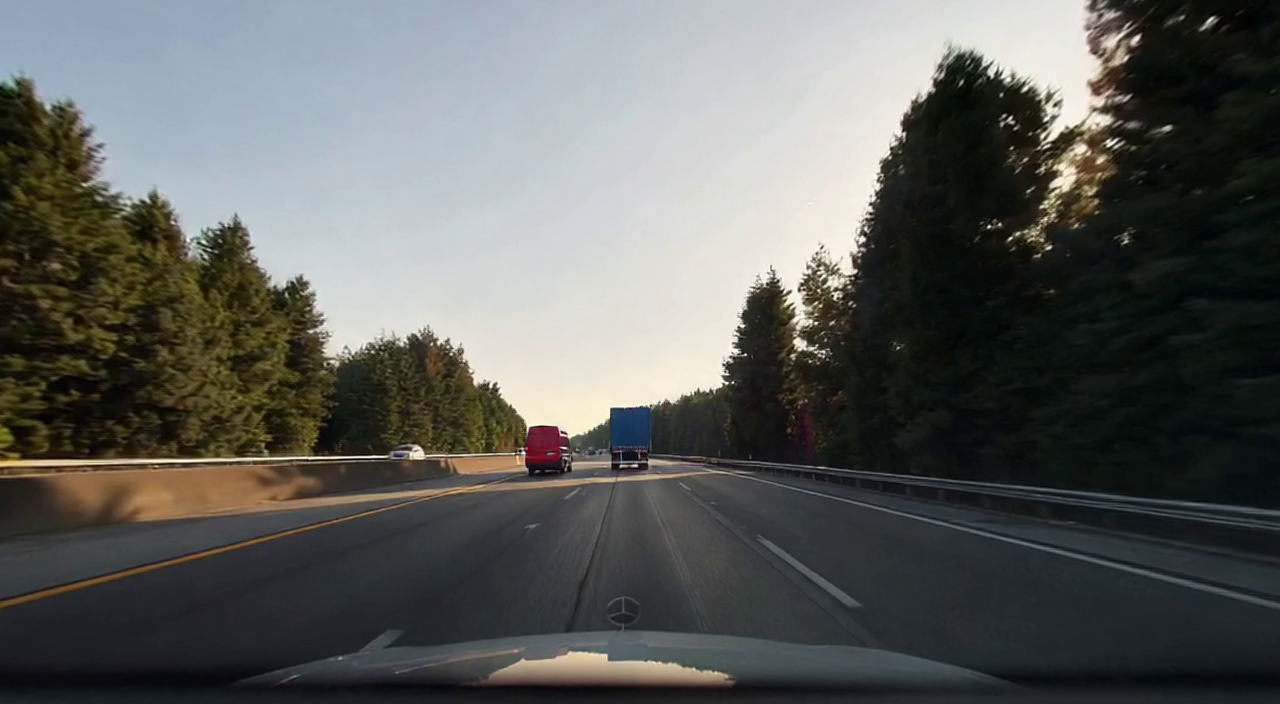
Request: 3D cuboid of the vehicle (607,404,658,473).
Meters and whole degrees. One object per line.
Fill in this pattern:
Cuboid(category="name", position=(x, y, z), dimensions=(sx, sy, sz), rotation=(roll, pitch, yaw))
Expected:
Cuboid(category="vehicle", position=(-0.516, 5.917, 42.475), dimensions=(2.995, 4.036, 10.311), rotation=(0, -9, -1))

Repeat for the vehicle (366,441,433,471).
Cuboid(category="vehicle", position=(-12.913, 5.598, 34.134), dimensions=(1.836, 1.484, 4.541), rotation=(0, -9, 0))

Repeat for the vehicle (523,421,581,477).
Cuboid(category="vehicle", position=(-4.664, 5.332, 34.607), dimensions=(2.357, 2.786, 6.144), rotation=(0, -9, -1))
